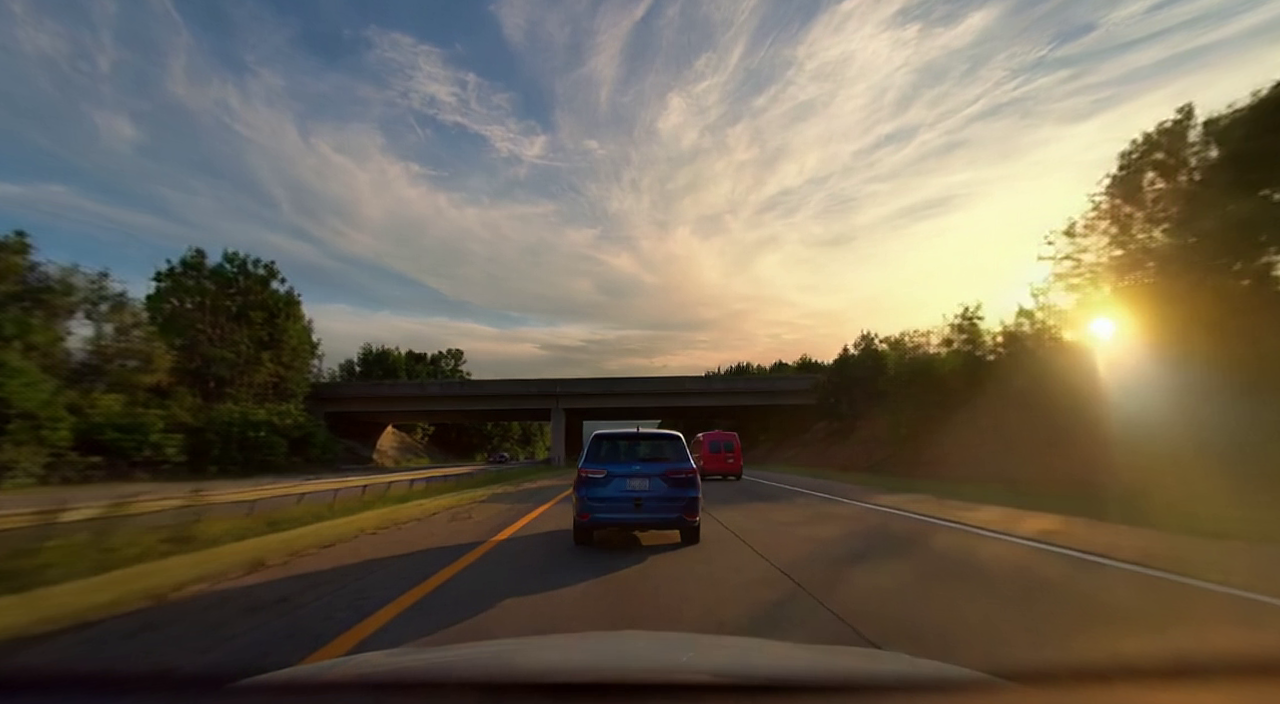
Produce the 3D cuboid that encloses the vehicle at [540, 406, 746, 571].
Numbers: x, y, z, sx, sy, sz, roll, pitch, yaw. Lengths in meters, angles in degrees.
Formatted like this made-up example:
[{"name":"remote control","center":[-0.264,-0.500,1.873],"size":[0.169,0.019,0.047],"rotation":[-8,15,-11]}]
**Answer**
[{"name":"vehicle","center":[0.034,1.837,9.135],"size":[2.288,1.823,4.059],"rotation":[0,-9,0]}]
